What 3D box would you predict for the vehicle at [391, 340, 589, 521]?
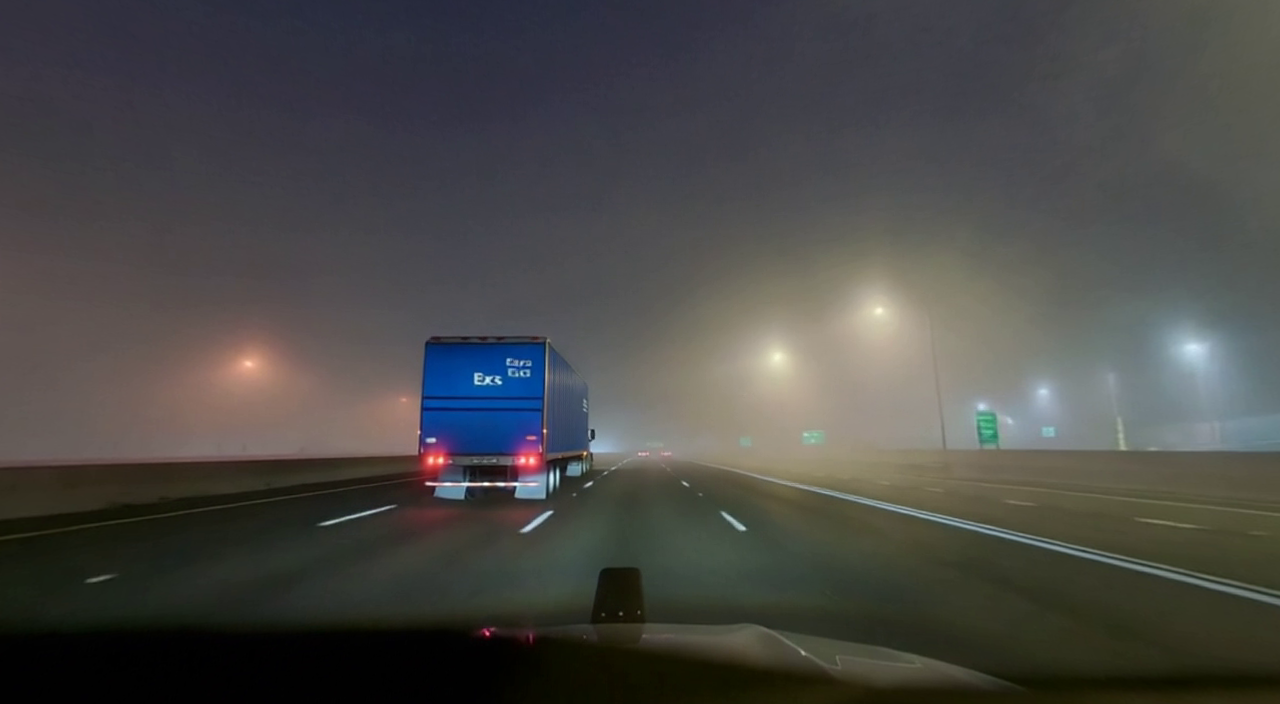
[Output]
[{"bbox_3d":[-3.179,2.103,16.222,2.922,3.458,8.360,0,-9,1],"label":"vehicle"}]
